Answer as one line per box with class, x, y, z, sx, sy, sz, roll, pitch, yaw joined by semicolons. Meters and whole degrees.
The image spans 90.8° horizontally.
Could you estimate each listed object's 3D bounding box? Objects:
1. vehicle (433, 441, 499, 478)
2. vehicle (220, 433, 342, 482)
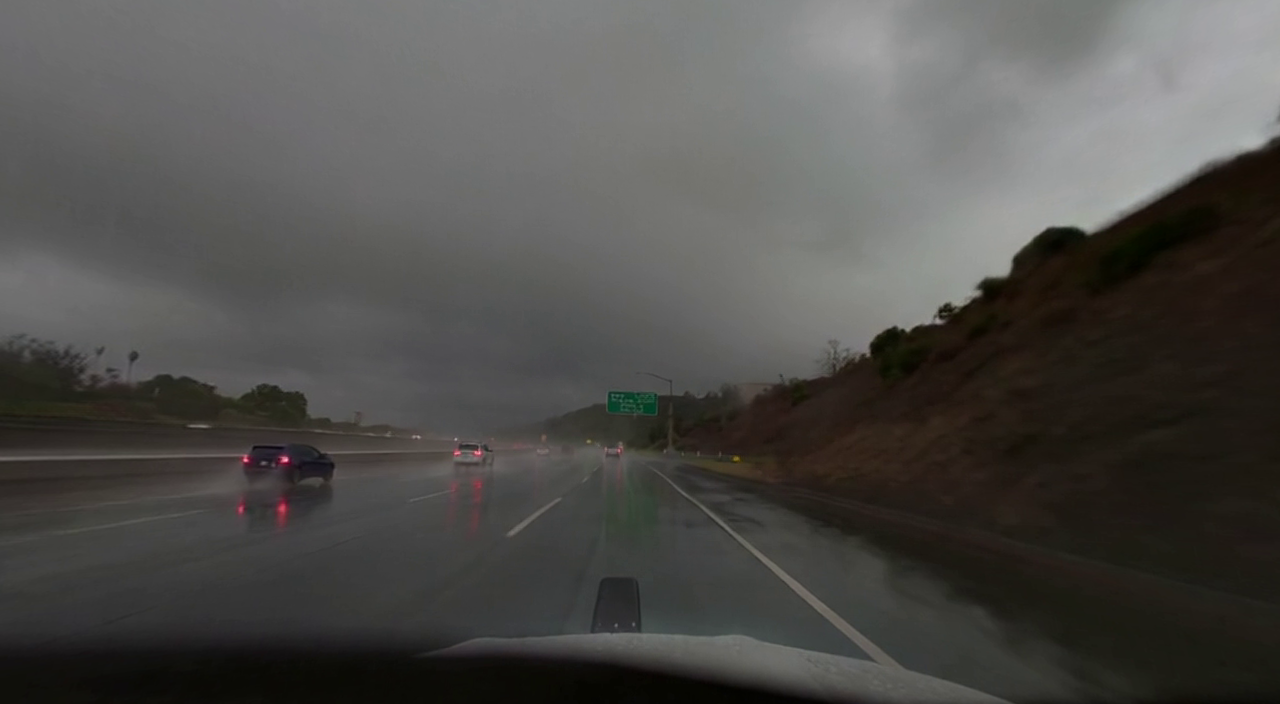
vehicle;-8.519;5.311;31.387;2.104;1.715;4.319;0;-9;-1
vehicle;-15.681;4.654;28.063;2.240;1.953;5.452;0;-9;-1
